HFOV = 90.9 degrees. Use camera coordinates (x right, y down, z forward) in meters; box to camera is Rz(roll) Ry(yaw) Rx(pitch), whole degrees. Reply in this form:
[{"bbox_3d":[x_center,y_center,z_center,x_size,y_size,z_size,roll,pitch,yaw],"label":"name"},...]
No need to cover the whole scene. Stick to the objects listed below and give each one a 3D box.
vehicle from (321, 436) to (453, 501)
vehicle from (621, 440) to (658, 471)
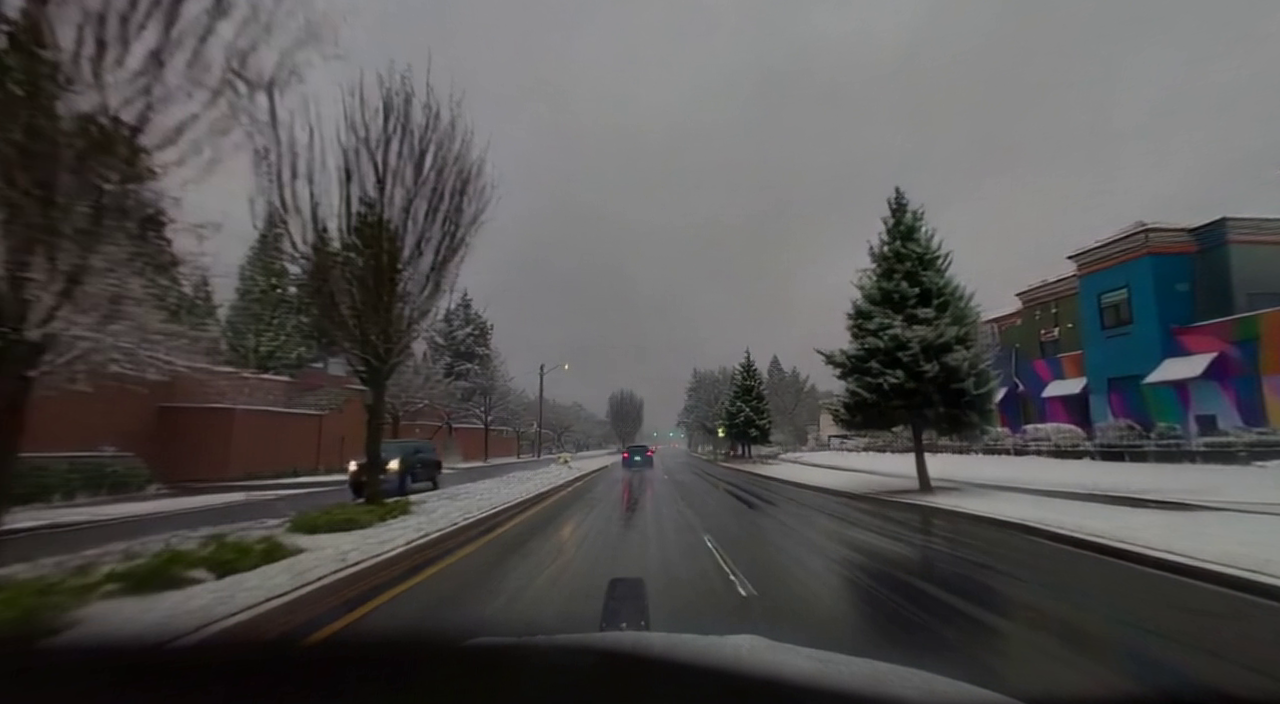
[{"bbox_3d":[-7.648,3.527,19.632,2.055,1.757,4.584,0,-8,2],"label":"vehicle"},{"bbox_3d":[0.033,6.195,37.936,2.129,1.713,4.314,0,-8,1],"label":"vehicle"}]
